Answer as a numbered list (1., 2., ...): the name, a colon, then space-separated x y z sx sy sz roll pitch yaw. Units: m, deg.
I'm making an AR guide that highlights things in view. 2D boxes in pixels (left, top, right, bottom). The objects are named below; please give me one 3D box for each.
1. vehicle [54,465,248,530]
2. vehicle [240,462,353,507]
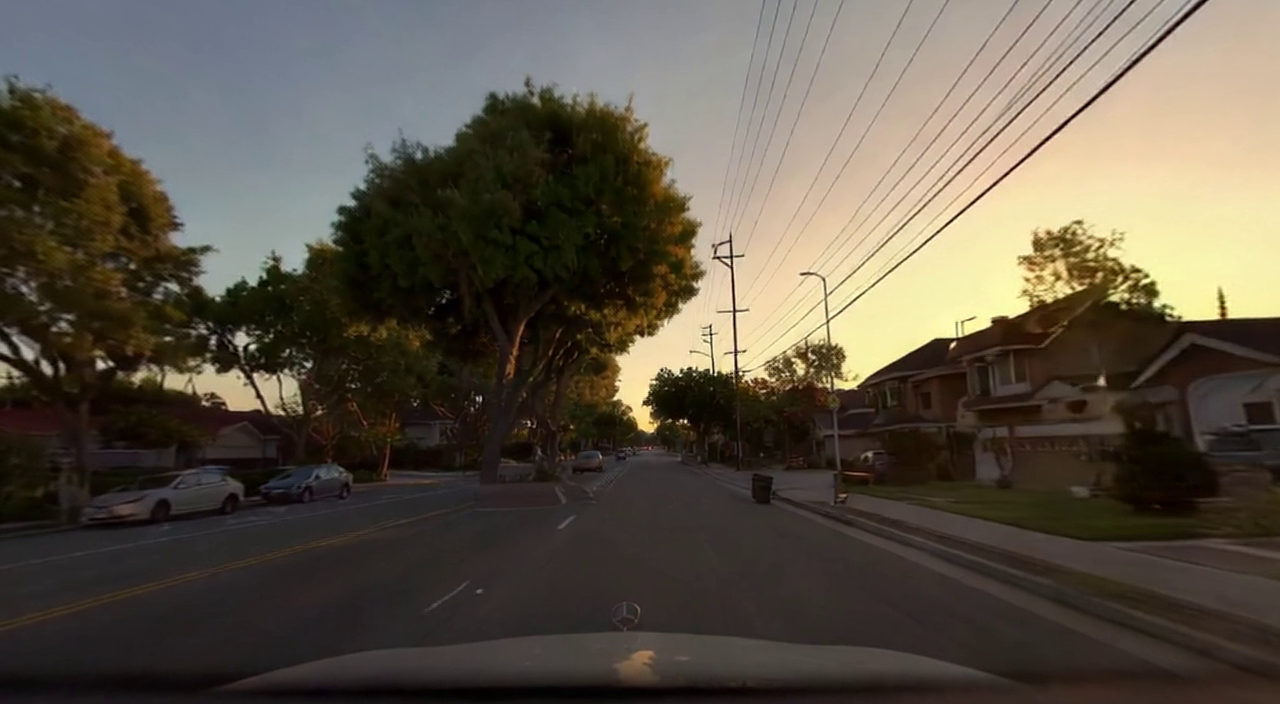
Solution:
1. vehicle: -13.675 4.043 18.085 1.936 1.489 4.311 -1 -9 3
2. vehicle: -13.437 5.196 25.072 1.863 1.481 4.363 -3 -9 3
